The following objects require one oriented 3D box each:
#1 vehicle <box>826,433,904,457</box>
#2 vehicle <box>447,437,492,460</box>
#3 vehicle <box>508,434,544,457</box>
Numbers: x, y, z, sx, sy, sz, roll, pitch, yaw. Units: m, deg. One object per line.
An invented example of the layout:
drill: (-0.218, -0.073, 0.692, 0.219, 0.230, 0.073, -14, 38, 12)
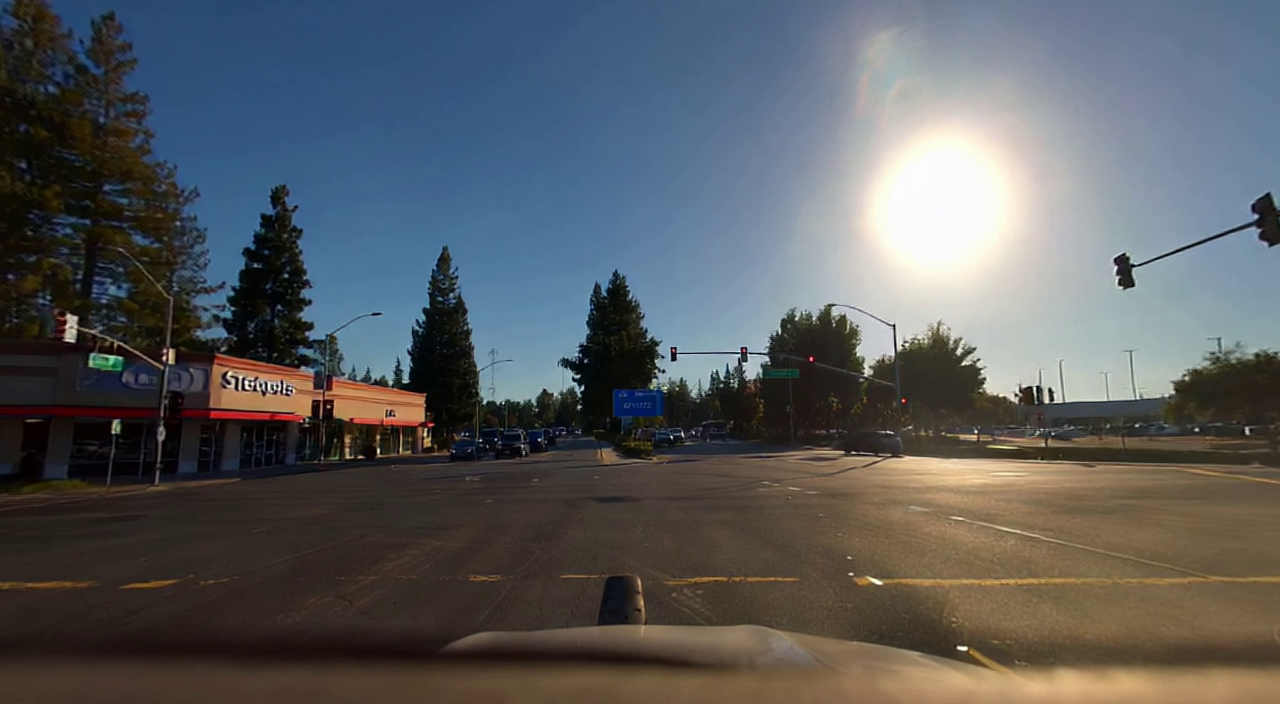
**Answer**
vehicle: (14.619, 6.068, 41.184, 1.781, 1.448, 4.560, 6, -11, -36)
vehicle: (-11.771, 6.688, 43.892, 2.111, 1.499, 4.371, 0, -9, -3)
vehicle: (-8.067, 6.662, 45.081, 1.920, 1.546, 4.086, 0, -9, -1)
